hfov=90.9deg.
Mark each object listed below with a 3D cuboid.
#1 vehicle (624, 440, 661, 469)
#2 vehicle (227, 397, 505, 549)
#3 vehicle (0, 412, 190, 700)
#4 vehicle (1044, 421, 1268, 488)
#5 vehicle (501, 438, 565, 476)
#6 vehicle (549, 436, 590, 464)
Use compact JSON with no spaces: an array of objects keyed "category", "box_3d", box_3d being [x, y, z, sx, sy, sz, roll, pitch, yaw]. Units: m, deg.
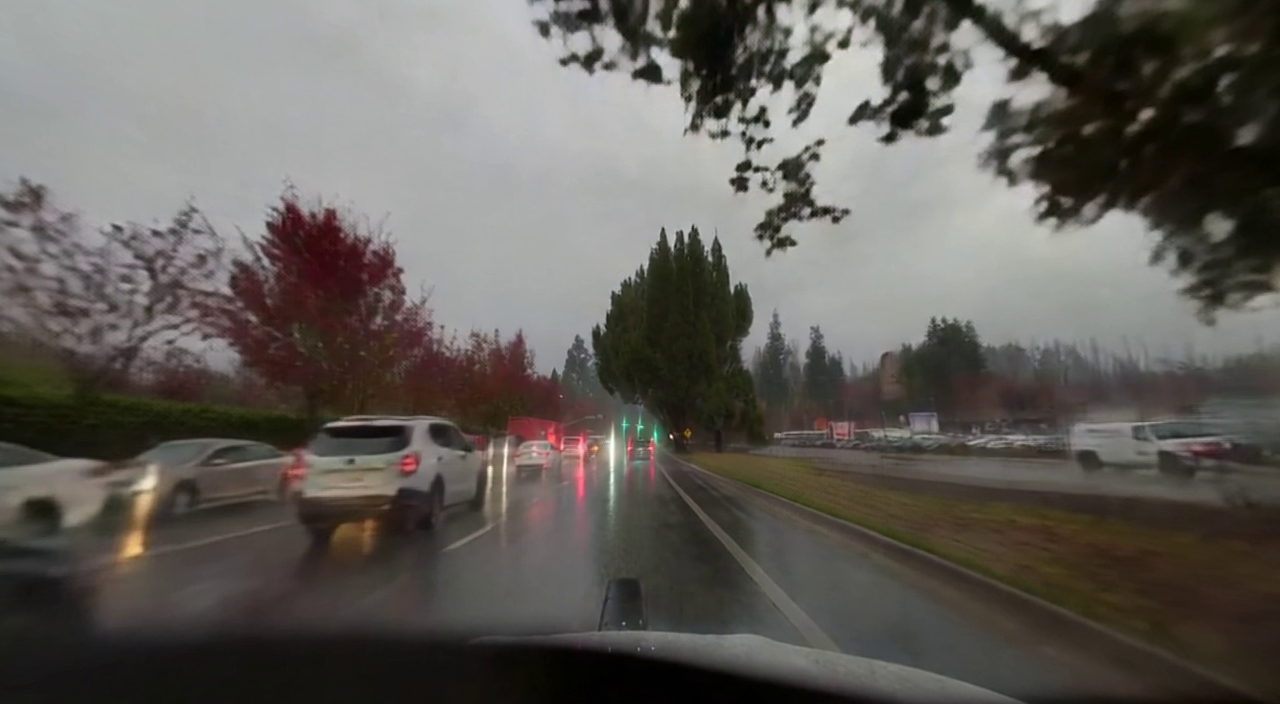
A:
[{"category":"vehicle","box_3d":[0.137,5.462,33.831,1.875,1.453,3.888,0,-8,0]},{"category":"vehicle","box_3d":[-3.946,1.868,10.440,2.242,1.852,5.201,0,-8,0]},{"category":"vehicle","box_3d":[-4.294,0.913,2.265,1.958,1.472,4.555,0,-8,1]},{"category":"vehicle","box_3d":[14.443,2.897,17.900,4.513,1.755,1.874,-1,-8,3]},{"category":"vehicle","box_3d":[-4.497,4.455,27.086,2.068,1.480,4.039,0,-8,0]},{"category":"vehicle","box_3d":[-4.466,6.301,40.743,2.042,1.713,4.493,0,-8,1]}]
